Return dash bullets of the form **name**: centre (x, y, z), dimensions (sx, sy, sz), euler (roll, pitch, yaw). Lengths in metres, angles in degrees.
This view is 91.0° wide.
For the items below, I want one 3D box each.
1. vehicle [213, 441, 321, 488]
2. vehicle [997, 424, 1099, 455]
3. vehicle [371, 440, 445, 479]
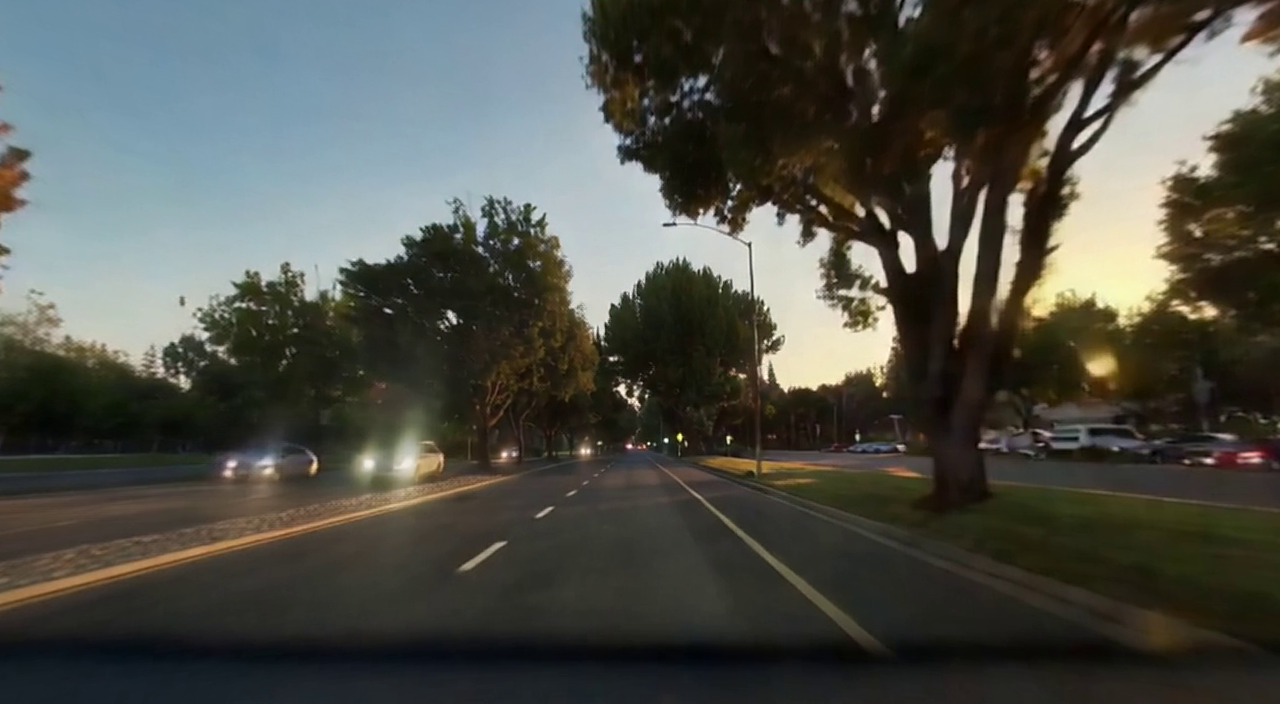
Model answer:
- **vehicle**: centre (-15.367, 4.630, 26.210), dimensions (1.938, 1.775, 4.137), euler (0, -9, 0)
- **vehicle**: centre (25.303, 5.477, 39.155), dimensions (4.814, 1.804, 1.980), euler (-1, -9, 1)
- **vehicle**: centre (-11.944, 5.558, 32.797), dimensions (2.146, 1.847, 4.437), euler (0, -9, 0)
